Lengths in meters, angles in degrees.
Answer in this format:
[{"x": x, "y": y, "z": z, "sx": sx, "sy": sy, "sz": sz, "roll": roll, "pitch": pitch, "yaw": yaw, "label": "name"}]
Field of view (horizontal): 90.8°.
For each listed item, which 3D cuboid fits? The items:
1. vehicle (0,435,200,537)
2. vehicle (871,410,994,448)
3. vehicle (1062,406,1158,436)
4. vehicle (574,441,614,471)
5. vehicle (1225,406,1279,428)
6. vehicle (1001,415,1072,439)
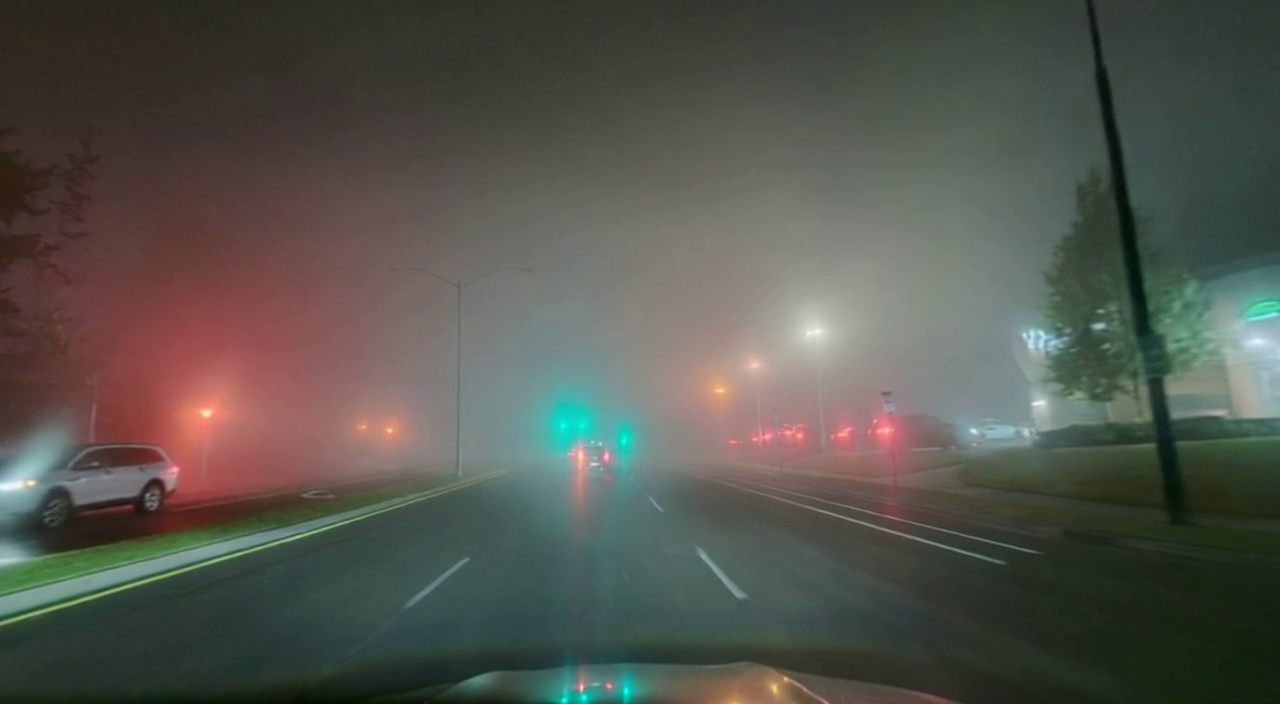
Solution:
[{"x": -12.171, "y": 2.703, "z": 13.485, "sx": 2.275, "sy": 1.752, "sz": 4.858, "roll": 1, "pitch": -9, "yaw": -4, "label": "vehicle"}, {"x": 14.009, "y": 3.758, "z": 30.447, "sx": 4.851, "sy": 1.737, "sz": 2.189, "roll": 1, "pitch": -9, "yaw": -7, "label": "vehicle"}, {"x": 28.677, "y": 4.298, "z": 38.745, "sx": 2.175, "sy": 1.626, "sz": 4.598, "roll": 1, "pitch": -9, "yaw": -3, "label": "vehicle"}, {"x": -2.794, "y": 6.135, "z": 37.473, "sx": 2.197, "sy": 1.642, "sz": 4.312, "roll": 1, "pitch": -9, "yaw": -7, "label": "vehicle"}, {"x": 44.683, "y": 4.648, "z": 44.935, "sx": 1.784, "sy": 1.481, "sz": 4.199, "roll": 1, "pitch": -8, "yaw": -7, "label": "vehicle"}, {"x": 28.212, "y": 5.401, "z": 45.125, "sx": 1.900, "sy": 1.570, "sz": 4.438, "roll": 1, "pitch": -9, "yaw": -4, "label": "vehicle"}]
